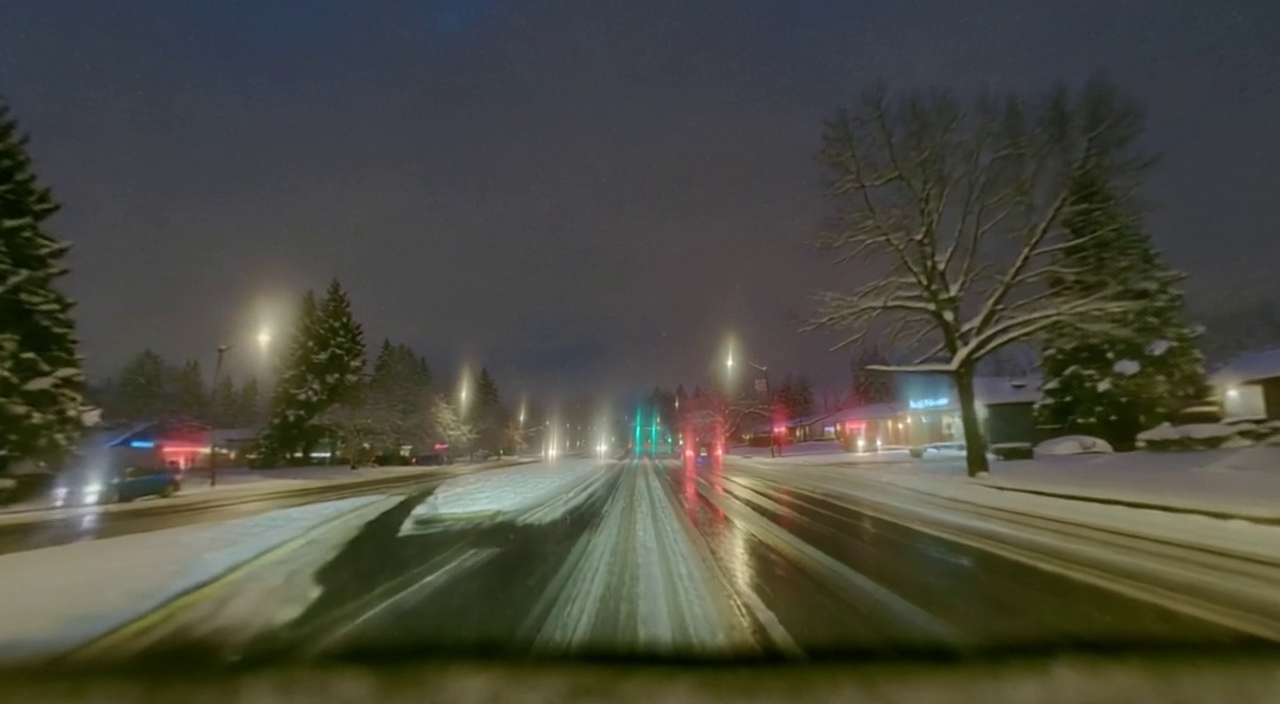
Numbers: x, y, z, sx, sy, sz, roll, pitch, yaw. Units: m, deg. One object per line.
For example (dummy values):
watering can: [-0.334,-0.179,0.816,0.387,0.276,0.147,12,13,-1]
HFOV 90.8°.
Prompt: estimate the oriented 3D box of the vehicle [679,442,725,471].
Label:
vehicle: [3.159,5.454,33.200,1.929,1.411,4.284,0,-8,-1]

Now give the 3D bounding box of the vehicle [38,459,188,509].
vehicle: [-19.677,4.906,23.884,1.949,1.610,4.279,0,-8,0]
